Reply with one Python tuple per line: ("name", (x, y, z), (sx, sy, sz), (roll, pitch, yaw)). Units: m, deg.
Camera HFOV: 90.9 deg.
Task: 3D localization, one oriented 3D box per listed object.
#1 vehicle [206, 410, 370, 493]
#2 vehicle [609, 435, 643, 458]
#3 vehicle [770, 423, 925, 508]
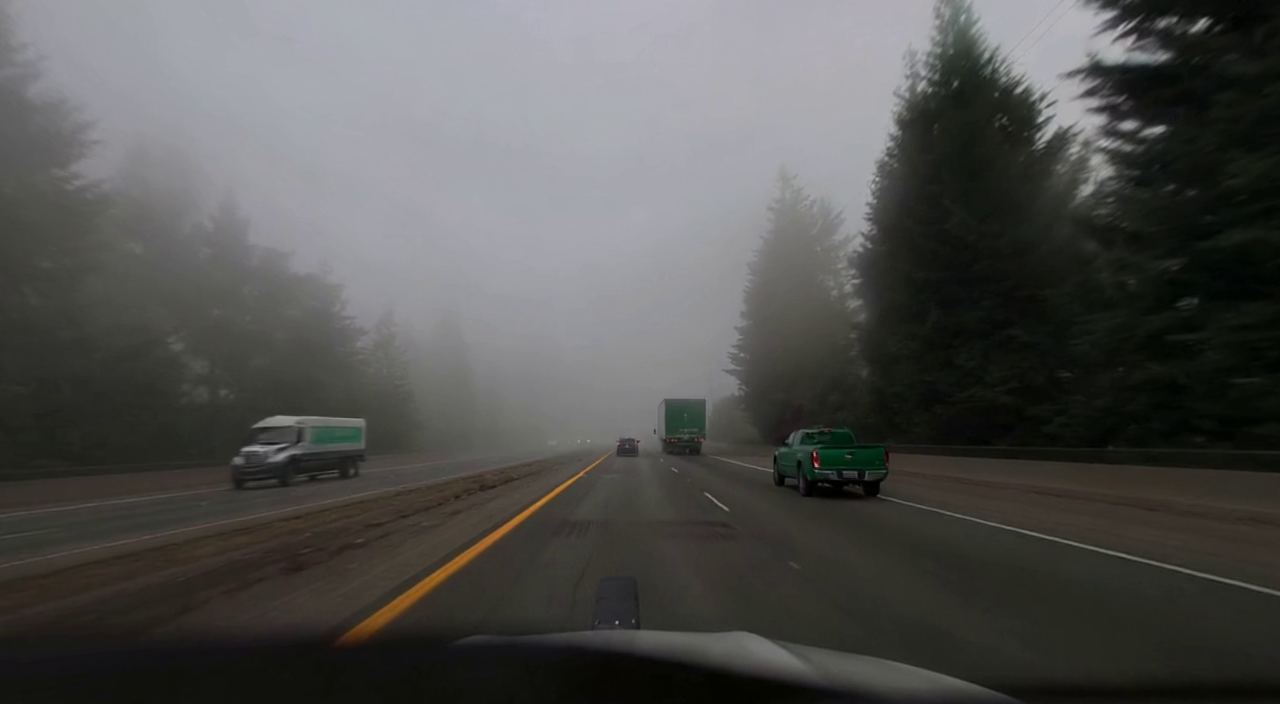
("vehicle", (-12.819, 3.658, 23.806), (2.299, 2.619, 6.919), (0, -8, -1))
("vehicle", (-0.937, 6.379, 42.891), (2.163, 1.466, 3.693), (0, -8, -1))
("vehicle", (4.259, 2.360, 13.666), (1.930, 1.573, 3.853), (0, -8, -2))
